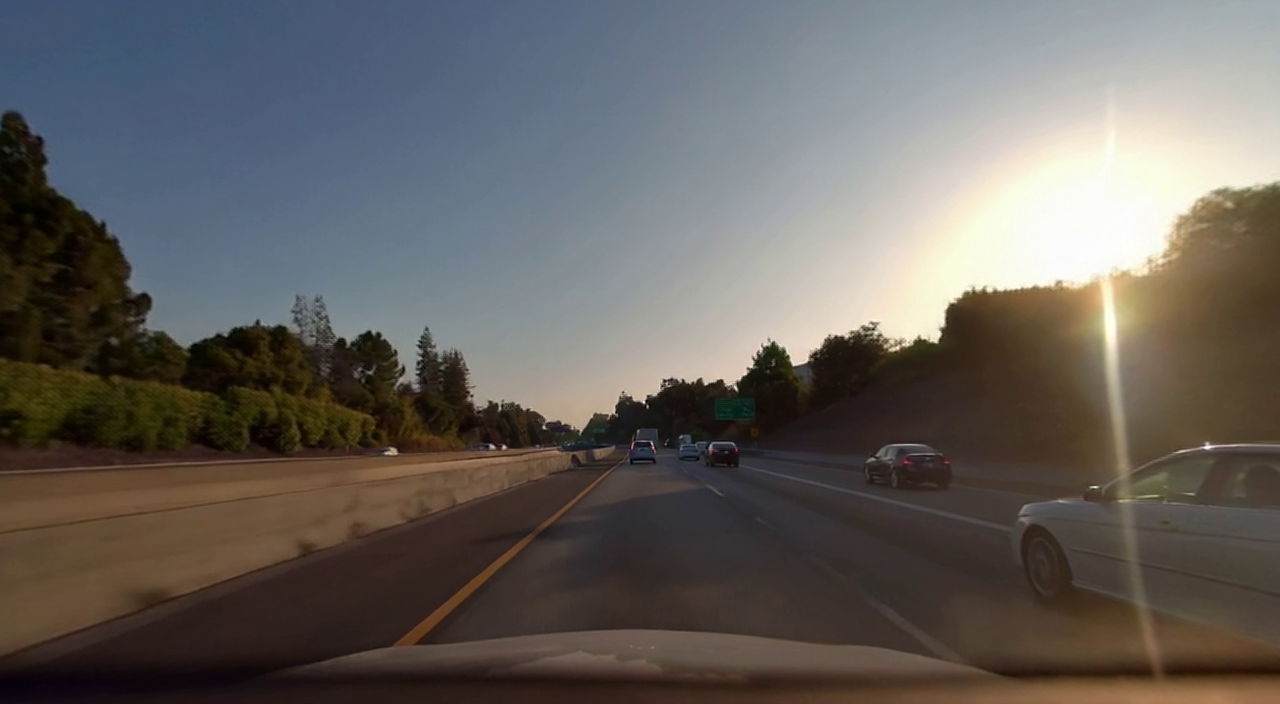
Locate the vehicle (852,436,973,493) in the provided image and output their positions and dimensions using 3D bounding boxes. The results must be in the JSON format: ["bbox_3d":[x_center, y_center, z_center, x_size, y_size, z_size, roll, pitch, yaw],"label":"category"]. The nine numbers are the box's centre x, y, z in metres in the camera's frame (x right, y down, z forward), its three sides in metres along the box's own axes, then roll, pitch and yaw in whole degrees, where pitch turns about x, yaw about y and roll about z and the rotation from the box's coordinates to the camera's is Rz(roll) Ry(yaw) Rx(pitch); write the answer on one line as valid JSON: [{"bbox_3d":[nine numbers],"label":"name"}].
[{"bbox_3d":[8.129,3.361,19.263,1.810,1.516,4.183,0,-8,0],"label":"vehicle"}]

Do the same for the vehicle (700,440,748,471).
[{"bbox_3d":[4.222,5.232,32.112,1.825,1.487,4.034,0,-8,-1],"label":"vehicle"}]

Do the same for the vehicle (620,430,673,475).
[{"bbox_3d":[0.272,4.474,28.273,2.189,1.852,4.038,0,-8,0],"label":"vehicle"}]

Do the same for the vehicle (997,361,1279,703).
[{"bbox_3d":[3.769,0.862,2.643,2.003,1.661,4.418,-1,-8,1],"label":"vehicle"}]
